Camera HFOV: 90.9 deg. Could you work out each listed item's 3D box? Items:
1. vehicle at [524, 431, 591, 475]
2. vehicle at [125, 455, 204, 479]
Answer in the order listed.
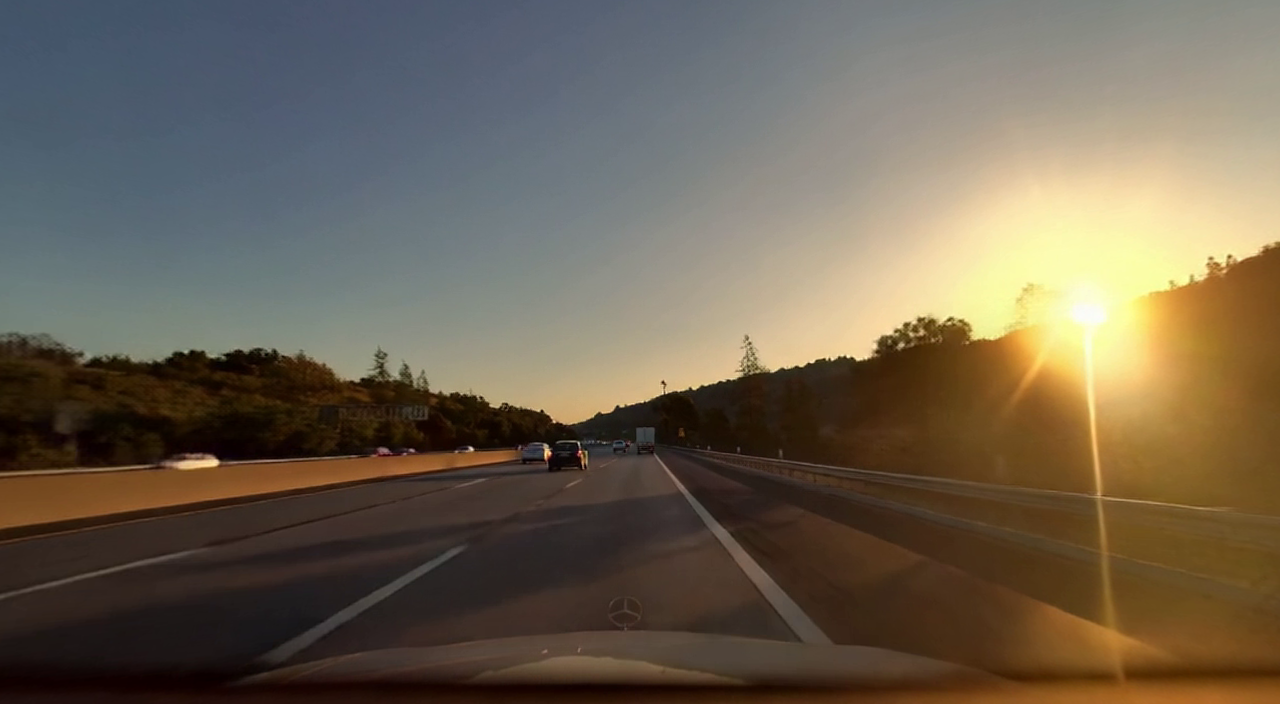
[{"bbox_3d":[-3.635,4.584,28.801,2.283,1.802,4.810,0,-9,1],"label":"vehicle"},{"bbox_3d":[-32.677,7.927,43.521,1.793,1.480,4.596,0,-8,0],"label":"vehicle"}]
